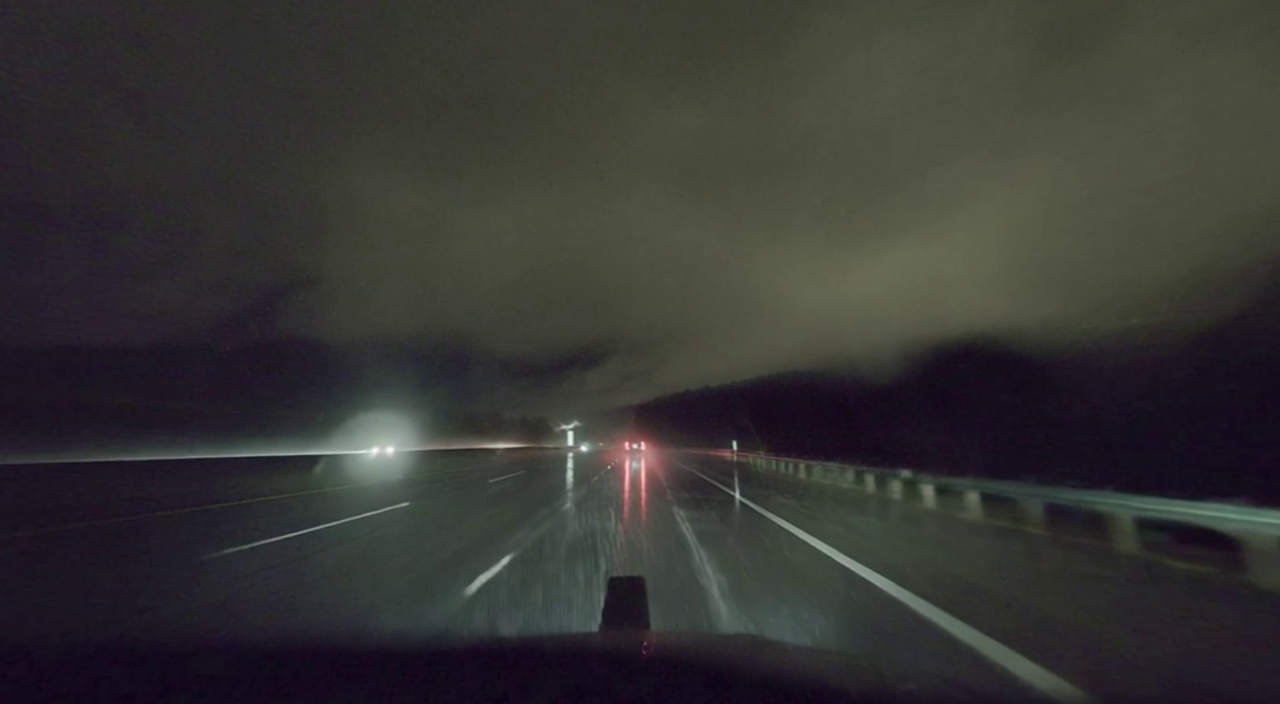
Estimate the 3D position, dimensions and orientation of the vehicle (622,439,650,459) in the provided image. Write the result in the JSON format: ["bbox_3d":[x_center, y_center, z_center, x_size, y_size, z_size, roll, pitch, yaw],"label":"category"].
[{"bbox_3d":[-0.318,7.621,49.557,2.083,1.524,4.251,0,-8,0],"label":"vehicle"}]
